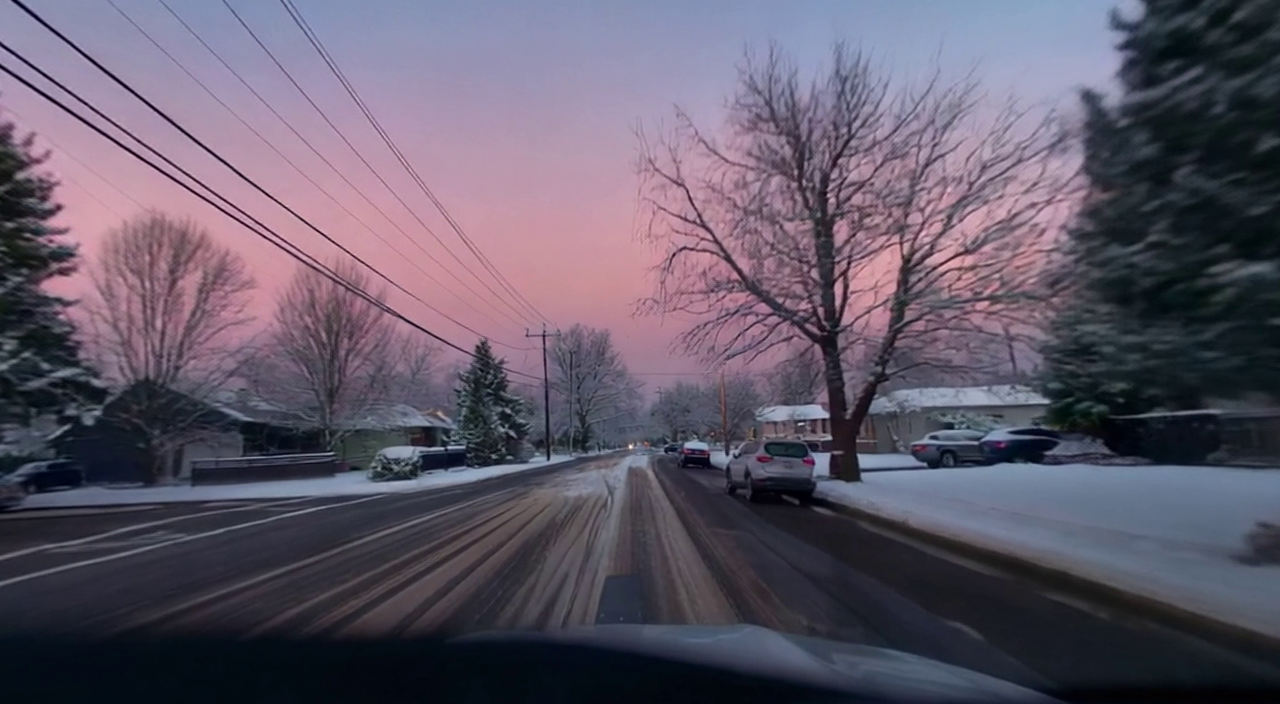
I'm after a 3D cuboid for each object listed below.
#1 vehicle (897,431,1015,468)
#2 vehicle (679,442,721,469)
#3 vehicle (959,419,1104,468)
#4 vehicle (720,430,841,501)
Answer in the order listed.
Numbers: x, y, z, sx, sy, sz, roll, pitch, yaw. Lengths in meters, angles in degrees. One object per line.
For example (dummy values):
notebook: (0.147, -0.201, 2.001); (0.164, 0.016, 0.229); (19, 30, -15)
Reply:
vehicle: (13.808, 4.274, 27.794); (4.116, 1.435, 1.920); (-2, -8, 1)
vehicle: (3.533, 6.151, 37.774); (2.012, 1.531, 4.557); (0, -9, -1)
vehicle: (15.314, 3.590, 24.894); (4.283, 1.660, 2.035); (-3, -7, 0)
vehicle: (3.706, 3.094, 17.633); (2.134, 1.720, 4.515); (0, -9, -3)
